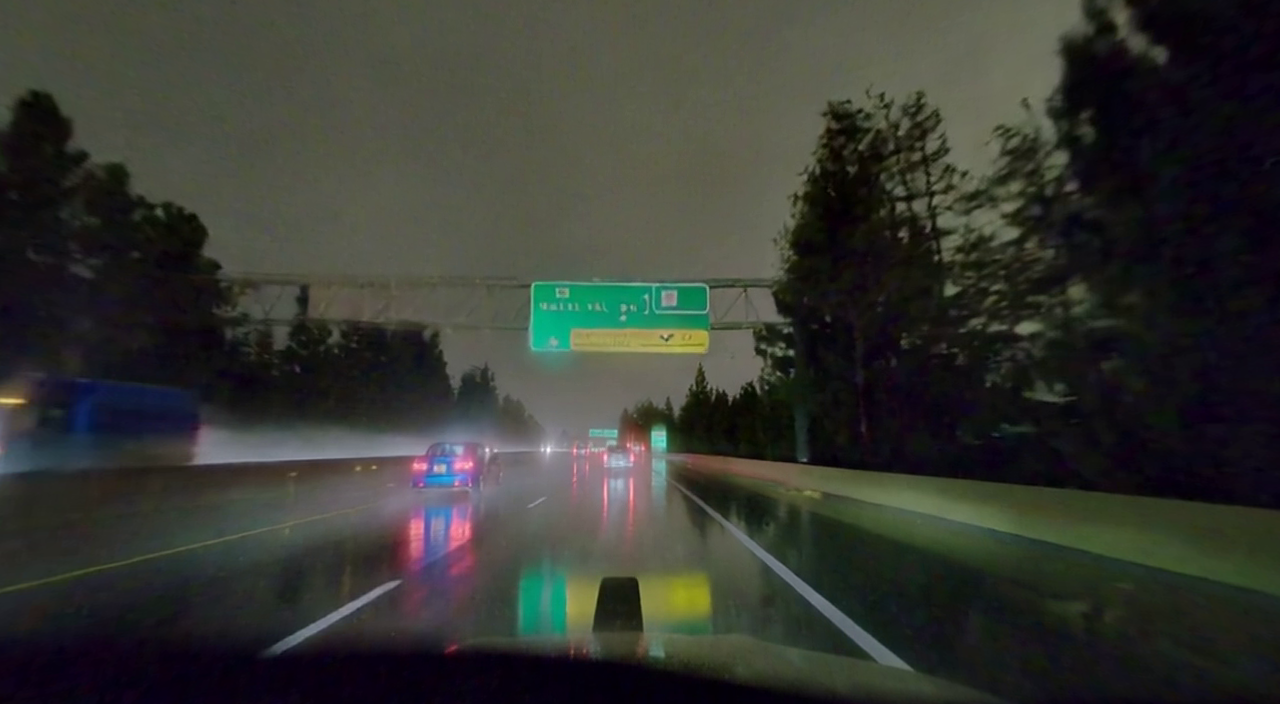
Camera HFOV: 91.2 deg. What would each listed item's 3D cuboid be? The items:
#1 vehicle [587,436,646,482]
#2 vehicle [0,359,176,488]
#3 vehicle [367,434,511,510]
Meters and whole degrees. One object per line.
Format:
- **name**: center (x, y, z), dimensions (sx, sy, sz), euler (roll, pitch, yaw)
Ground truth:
- **vehicle**: center (-0.934, 4.352, 25.768), dimensions (2.220, 1.711, 4.056), euler (0, -9, -1)
- **vehicle**: center (-18.403, 2.247, 18.809), dimensions (2.771, 3.371, 8.087), euler (0, -9, -1)
- **vehicle**: center (-4.781, 2.921, 15.776), dimensions (2.103, 1.588, 4.709), euler (0, -9, 0)
